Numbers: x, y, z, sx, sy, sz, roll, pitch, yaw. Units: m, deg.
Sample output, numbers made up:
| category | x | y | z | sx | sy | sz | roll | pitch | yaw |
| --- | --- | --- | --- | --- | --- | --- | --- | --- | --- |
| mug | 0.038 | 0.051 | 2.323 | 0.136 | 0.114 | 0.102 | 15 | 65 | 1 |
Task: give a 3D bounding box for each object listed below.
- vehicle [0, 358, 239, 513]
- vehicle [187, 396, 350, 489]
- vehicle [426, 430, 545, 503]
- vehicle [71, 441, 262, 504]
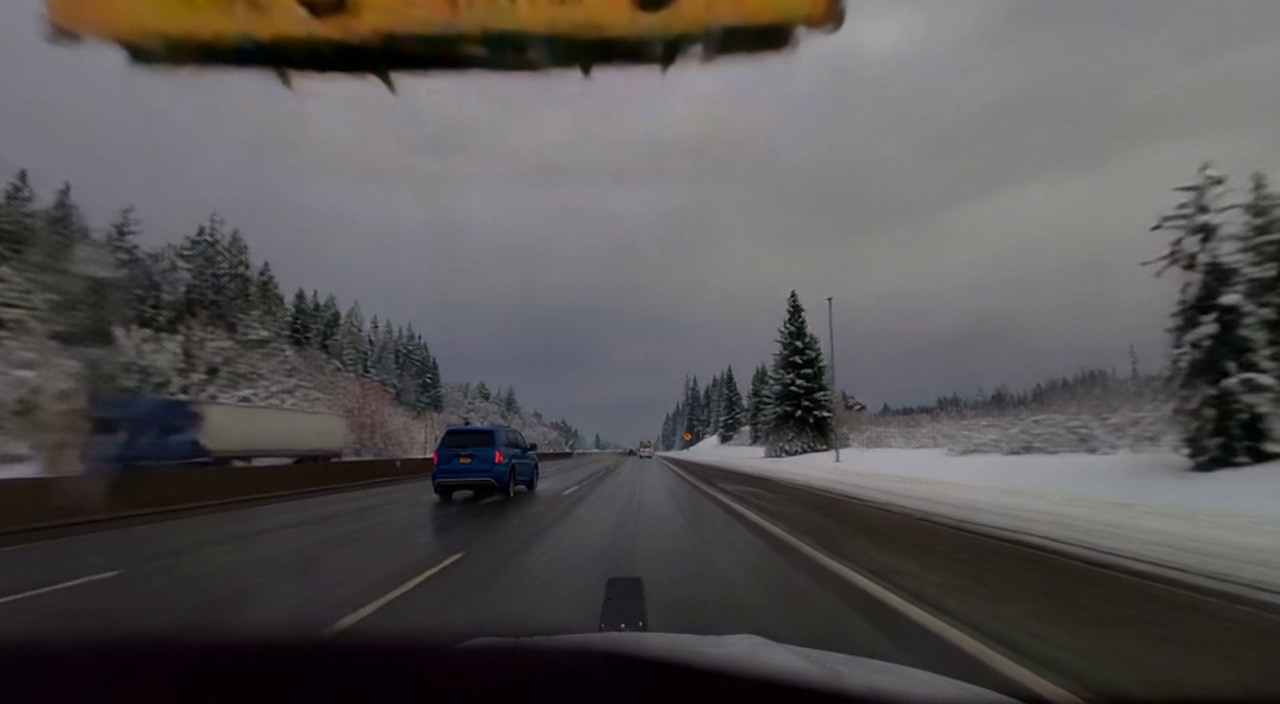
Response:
| category | x | y | z | sx | sy | sz | roll | pitch | yaw |
| --- | --- | --- | --- | --- | --- | --- | --- | --- | --- |
| vehicle | -17.942 | 2.785 | 20.472 | 2.967 | 3.942 | 10.400 | 0 | -8 | 0 |
| vehicle | -17.820 | 4.466 | 31.181 | 2.829 | 3.952 | 8.217 | 0 | -8 | 1 |
| vehicle | -4.100 | 3.102 | 17.594 | 2.084 | 1.752 | 4.479 | 0 | -8 | 1 |
| vehicle | -13.364 | 3.377 | 18.289 | 1.804 | 1.556 | 4.752 | 0 | -8 | 0 |
